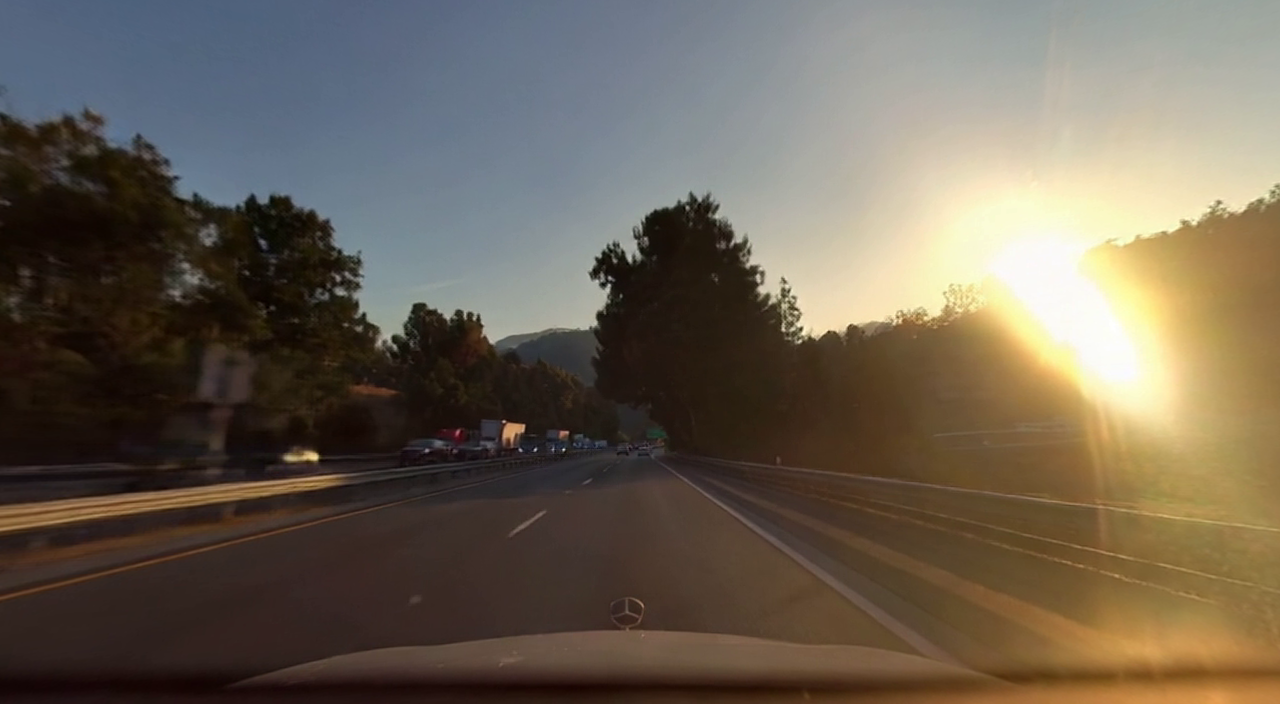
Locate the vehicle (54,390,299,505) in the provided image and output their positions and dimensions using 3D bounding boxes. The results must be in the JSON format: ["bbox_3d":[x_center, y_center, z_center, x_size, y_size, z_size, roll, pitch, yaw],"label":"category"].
[{"bbox_3d":[-12.952,2.790,18.444,2.518,2.799,5.948,0,-9,0],"label":"vehicle"}]

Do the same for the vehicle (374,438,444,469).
[{"bbox_3d":[-12.505,5.522,34.470,2.140,1.563,4.347,0,-9,1],"label":"vehicle"}]

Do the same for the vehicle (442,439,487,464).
[{"bbox_3d":[-12.395,7.103,44.874,1.966,1.662,4.366,0,-9,0],"label":"vehicle"}]
